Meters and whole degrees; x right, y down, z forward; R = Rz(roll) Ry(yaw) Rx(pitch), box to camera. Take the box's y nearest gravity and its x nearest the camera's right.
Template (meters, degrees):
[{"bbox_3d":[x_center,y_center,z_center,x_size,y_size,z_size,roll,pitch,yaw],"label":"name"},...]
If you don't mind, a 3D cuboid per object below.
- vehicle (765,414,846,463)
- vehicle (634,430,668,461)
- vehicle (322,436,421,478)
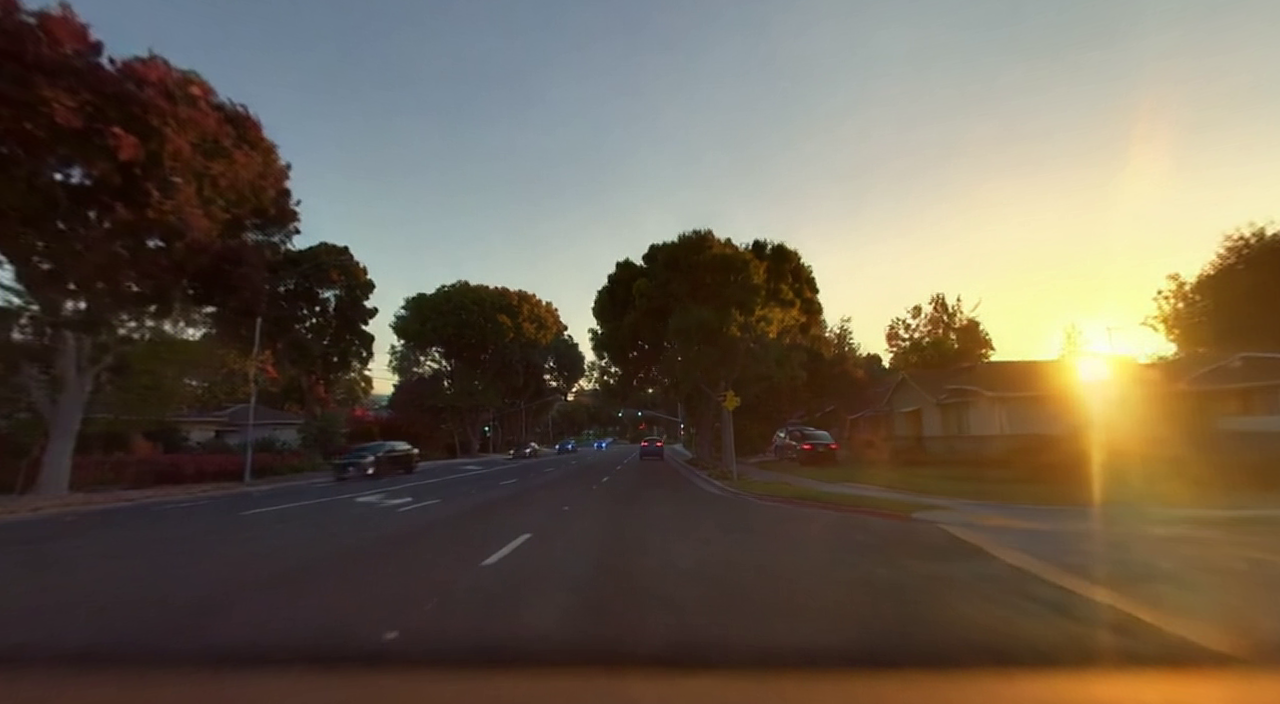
[{"bbox_3d":[8.412,4.516,32.778,2.531,2.263,6.802,0,-8,1],"label":"vehicle"},{"bbox_3d":[0.721,6.056,40.937,2.059,1.908,4.714,0,-8,1],"label":"vehicle"},{"bbox_3d":[-12.427,4.862,29.543,2.397,1.802,4.855,0,-8,1],"label":"vehicle"}]
